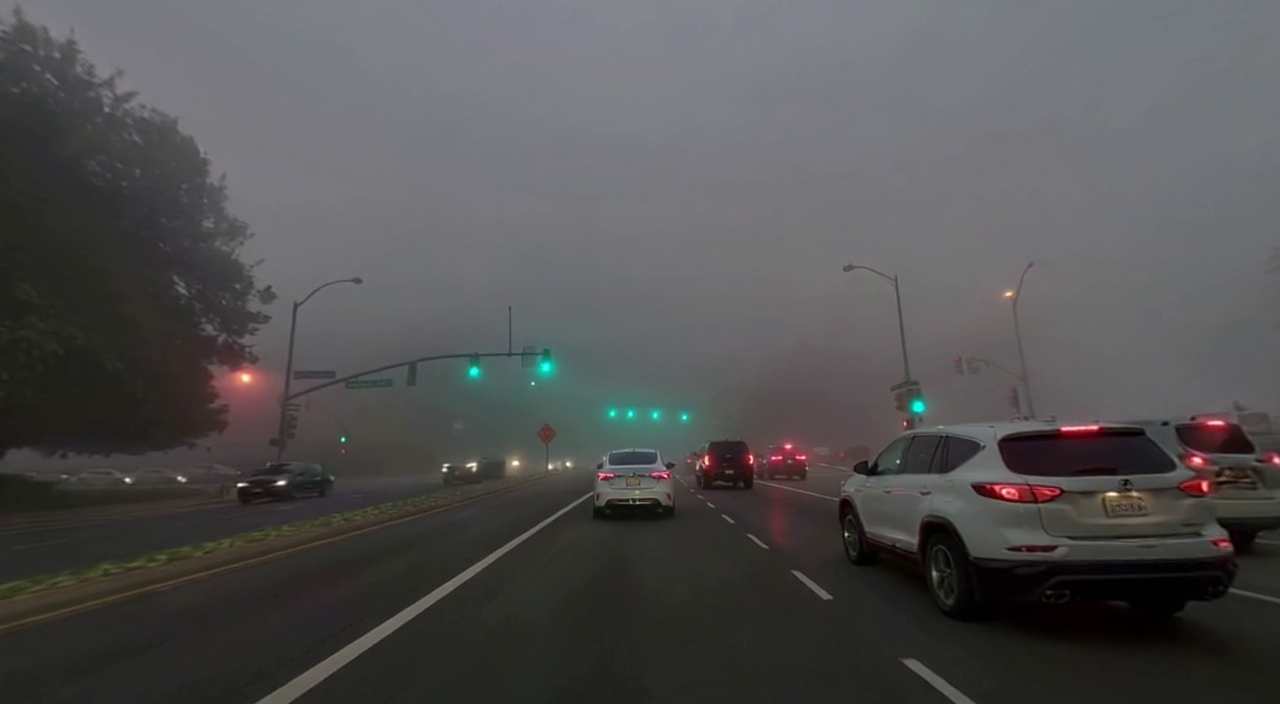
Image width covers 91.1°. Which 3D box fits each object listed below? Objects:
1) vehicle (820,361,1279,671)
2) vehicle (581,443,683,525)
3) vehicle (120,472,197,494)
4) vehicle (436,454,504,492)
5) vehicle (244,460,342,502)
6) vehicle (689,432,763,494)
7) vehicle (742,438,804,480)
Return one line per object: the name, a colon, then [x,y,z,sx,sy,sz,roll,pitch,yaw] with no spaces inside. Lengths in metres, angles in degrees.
vehicle: [3.427,1.359,6.271,1.982,1.960,4.427,0,-9,1]
vehicle: [-0.127,3.036,15.048,2.111,1.676,4.018,0,-9,1]
vehicle: [-36.142,9.849,47.190,4.151,1.469,1.940,0,-9,2]
vehicle: [-8.685,6.199,32.498,2.133,1.771,4.611,0,-9,1]
vehicle: [-15.828,5.859,28.970,1.968,1.675,4.382,0,-9,1]
vehicle: [3.719,4.917,28.360,2.516,2.481,5.766,0,-9,0]
vehicle: [7.775,6.316,37.362,2.627,2.252,5.236,0,-9,1]
